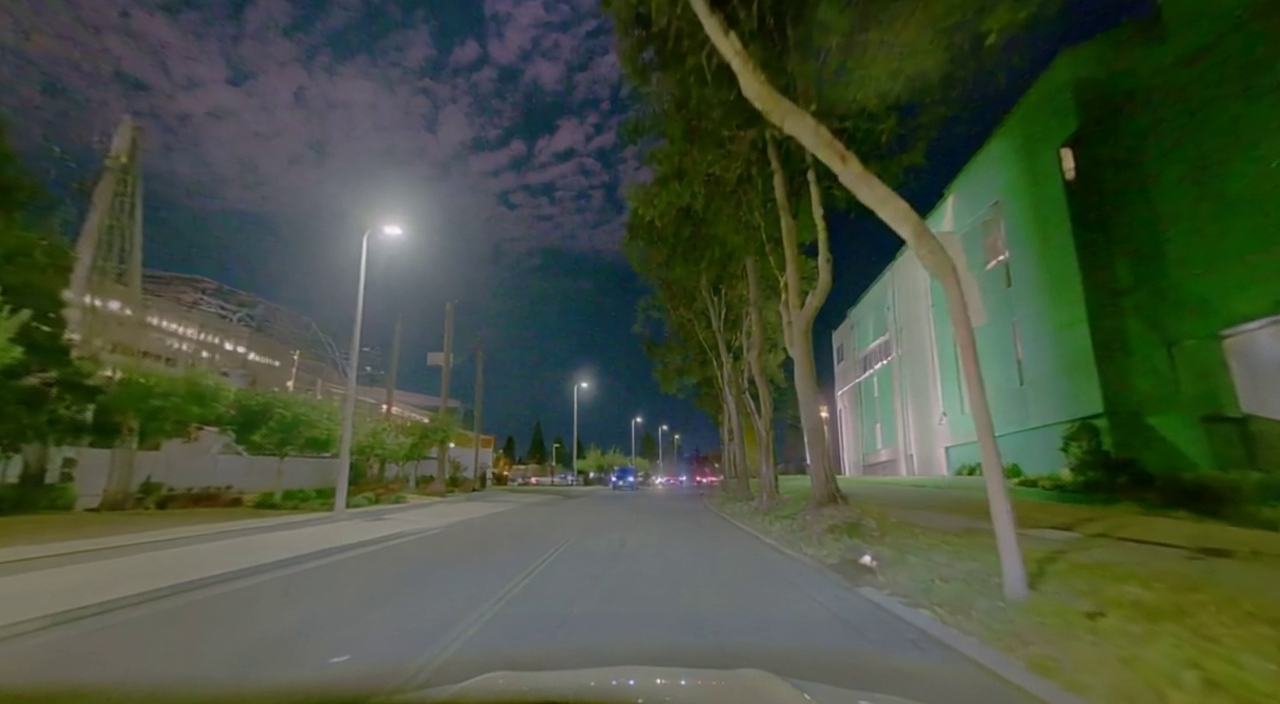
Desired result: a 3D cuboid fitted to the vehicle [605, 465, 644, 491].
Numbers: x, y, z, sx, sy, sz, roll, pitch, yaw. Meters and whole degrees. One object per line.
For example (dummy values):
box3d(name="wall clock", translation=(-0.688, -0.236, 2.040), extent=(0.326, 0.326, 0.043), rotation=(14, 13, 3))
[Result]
box3d(name="vehicle", translation=(-1.164, 9.653, 48.438), extent=(2.022, 1.776, 4.625), rotation=(-3, -10, 11))
